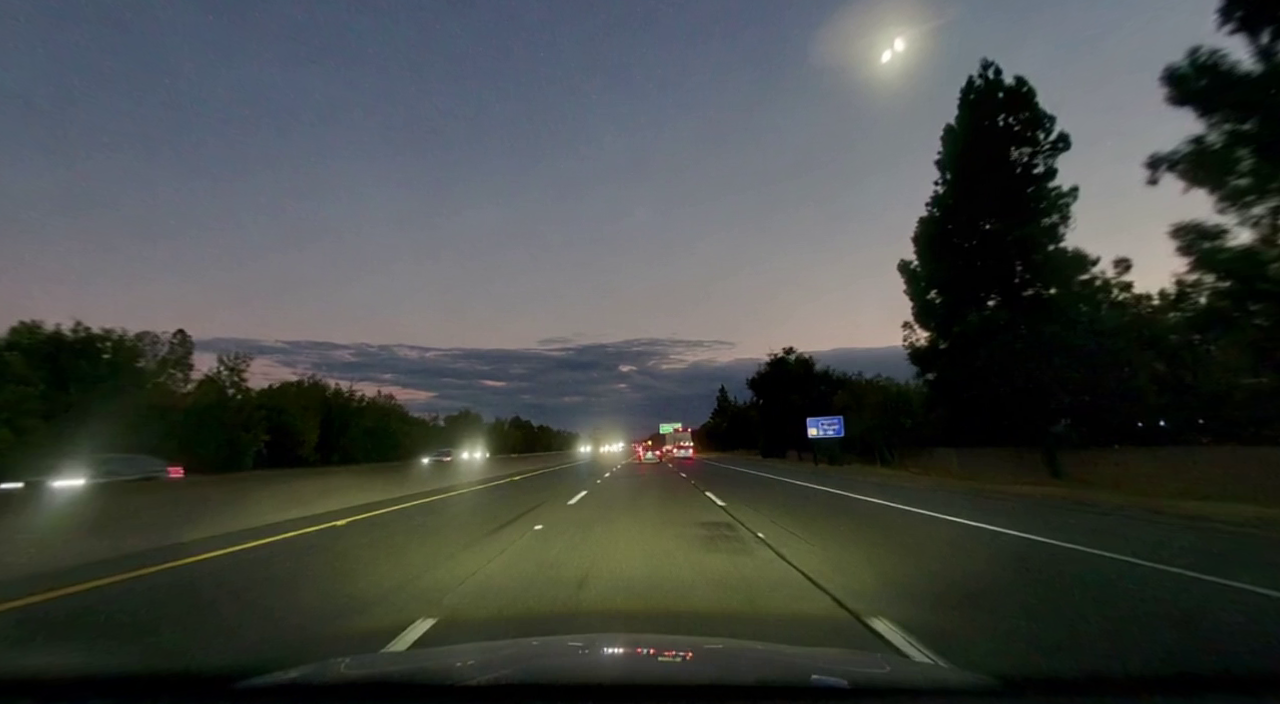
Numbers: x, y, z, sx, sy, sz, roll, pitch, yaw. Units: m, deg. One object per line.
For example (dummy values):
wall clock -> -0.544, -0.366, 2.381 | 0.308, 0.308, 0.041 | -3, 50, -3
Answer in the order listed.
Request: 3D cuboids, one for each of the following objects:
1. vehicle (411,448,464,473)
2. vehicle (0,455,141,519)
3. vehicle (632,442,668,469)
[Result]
vehicle -> -13.187, 7.085, 41.362 | 1.967, 1.496, 4.528 | 0, -9, 0
vehicle -> -16.304, 3.544, 16.942 | 1.893, 1.493, 4.754 | 0, -9, 0
vehicle -> 0.555, 6.560, 40.255 | 2.173, 1.598, 4.293 | 0, -9, -1
